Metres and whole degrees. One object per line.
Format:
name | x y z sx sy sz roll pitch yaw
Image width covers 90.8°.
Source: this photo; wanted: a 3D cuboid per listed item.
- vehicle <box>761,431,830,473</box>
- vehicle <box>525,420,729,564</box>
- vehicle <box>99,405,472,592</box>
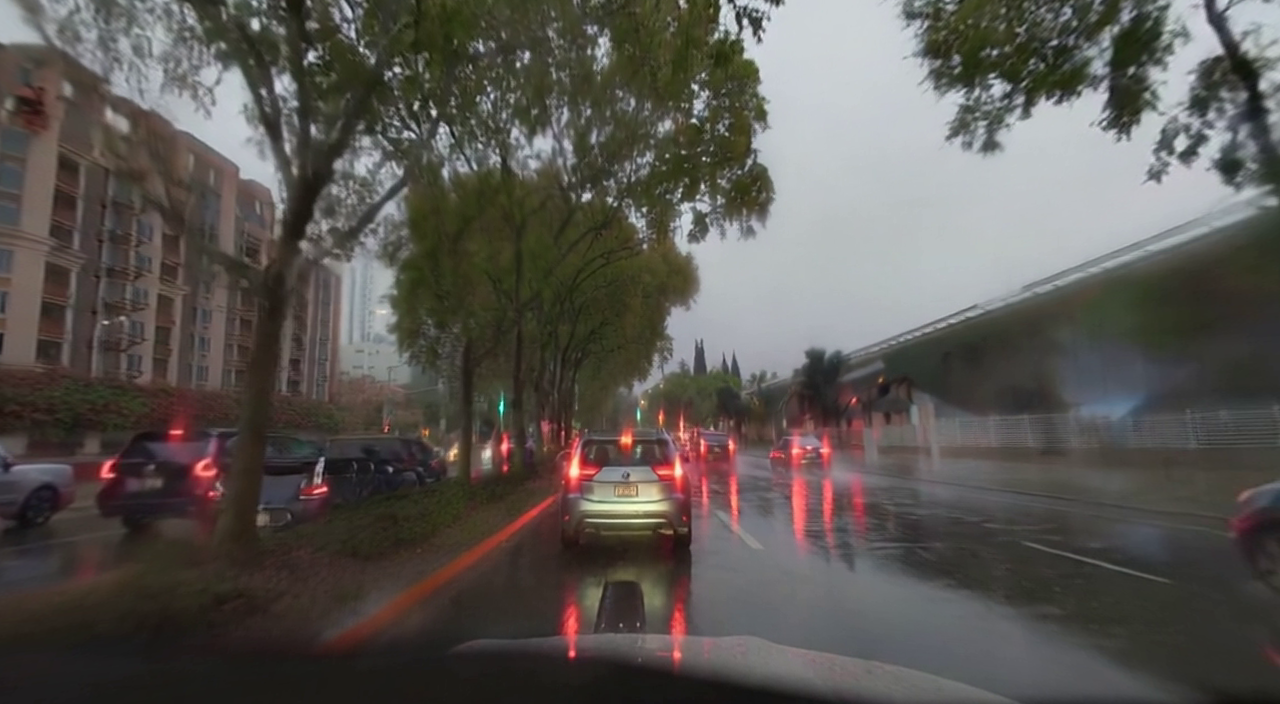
vehicle | 6.743 4.368 27.792 1.889 1.681 4.120 0 -9 -1
vehicle | -0.172 1.801 8.854 2.161 1.501 4.184 0 -8 -1
vehicle | -3.707 1.613 7.799 2.009 1.619 4.376 0 -8 1
